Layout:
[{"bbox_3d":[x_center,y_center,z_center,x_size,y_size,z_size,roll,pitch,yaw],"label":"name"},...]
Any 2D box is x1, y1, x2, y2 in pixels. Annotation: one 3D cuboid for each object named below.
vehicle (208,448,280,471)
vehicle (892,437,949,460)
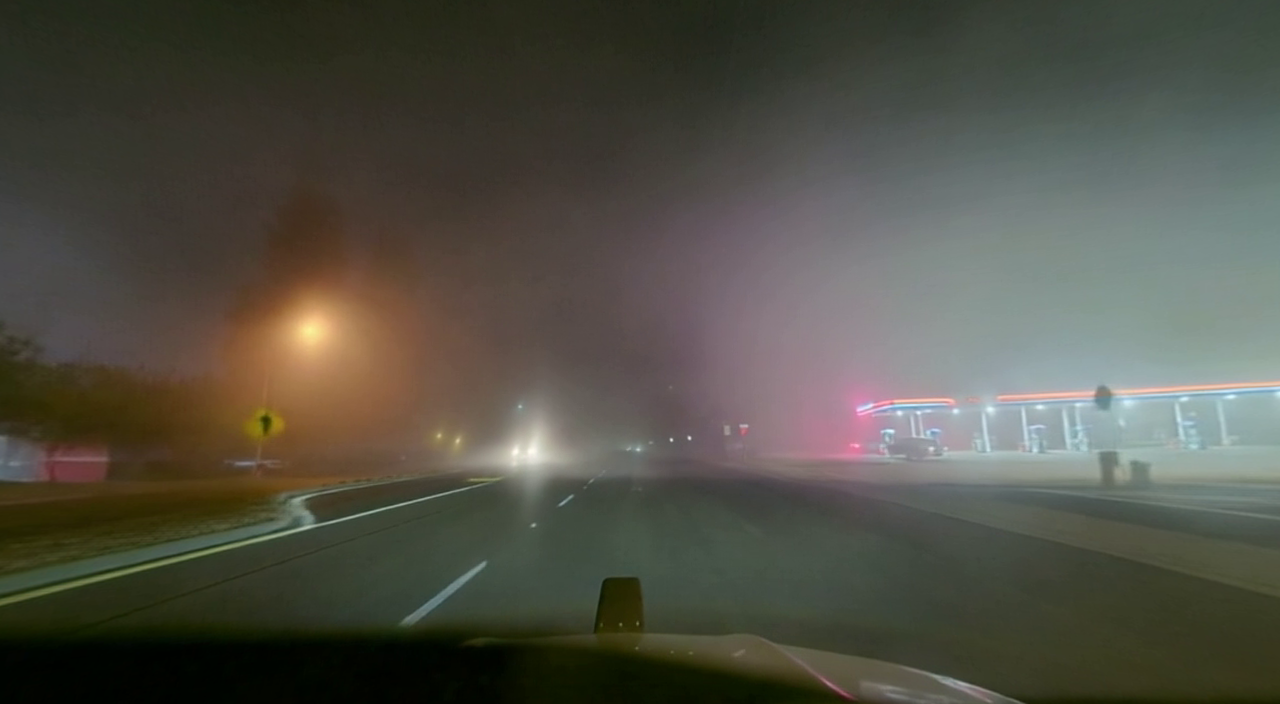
[{"bbox_3d":[-31.088,8.451,49.672,4.290,1.701,2.002,0,-9,-3],"label":"vehicle"},{"bbox_3d":[19.224,6.630,43.468,1.994,1.452,4.227,0,-9,0],"label":"vehicle"}]
